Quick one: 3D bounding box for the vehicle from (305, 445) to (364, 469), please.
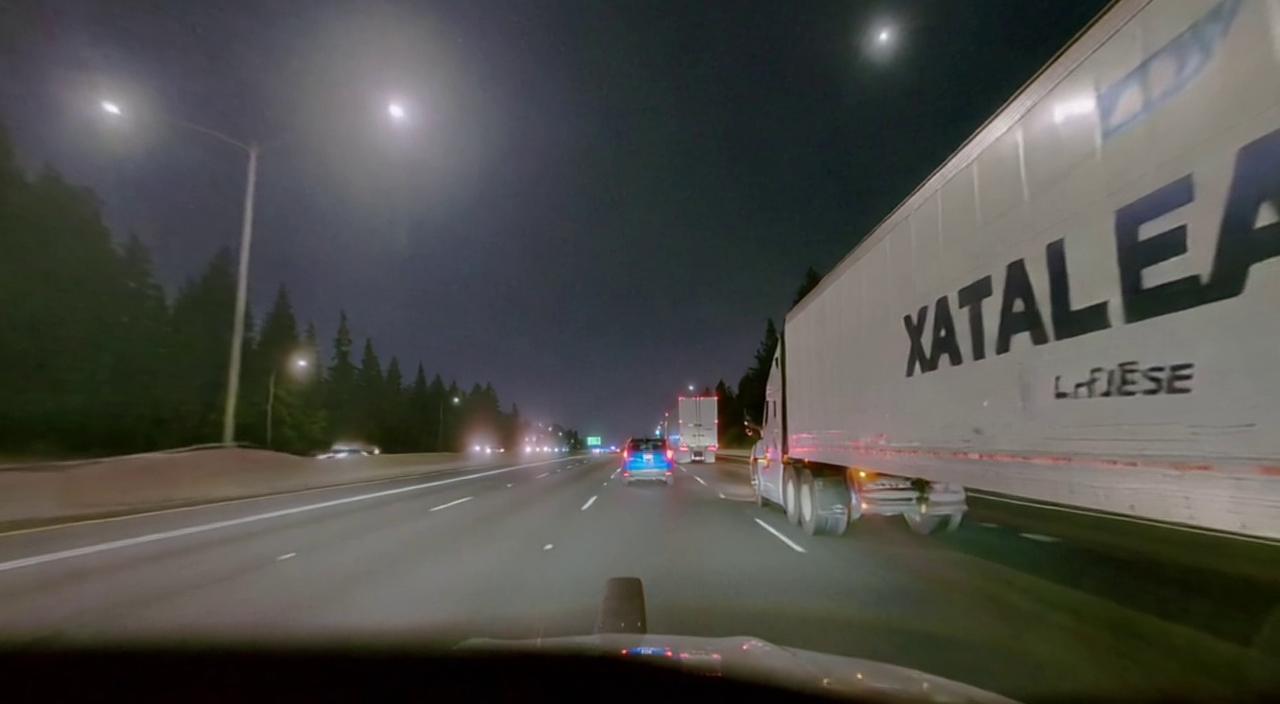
[{"bbox_3d":[-22.074,7.584,45.579,1.906,1.591,4.494,0,-8,1],"label":"vehicle"}]

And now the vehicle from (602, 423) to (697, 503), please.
[{"bbox_3d":[0.233,2.723,15.749,2.054,1.706,4.201,0,-8,1],"label":"vehicle"}]

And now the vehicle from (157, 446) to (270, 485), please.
[{"bbox_3d":[-18.642,4.942,27.736,1.902,1.557,4.326,0,-8,1],"label":"vehicle"}]

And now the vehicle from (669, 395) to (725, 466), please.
[{"bbox_3d":[3.695,5.766,44.957,2.909,4.135,15.820,0,-8,1],"label":"vehicle"}]
